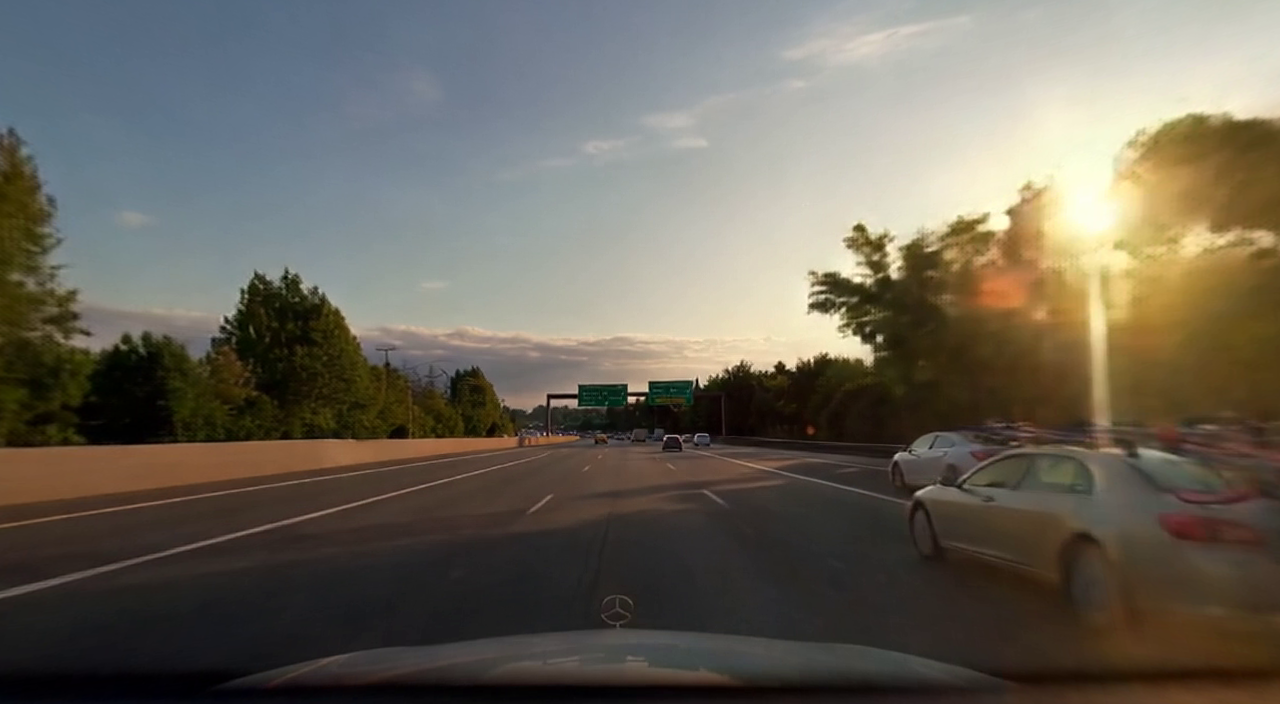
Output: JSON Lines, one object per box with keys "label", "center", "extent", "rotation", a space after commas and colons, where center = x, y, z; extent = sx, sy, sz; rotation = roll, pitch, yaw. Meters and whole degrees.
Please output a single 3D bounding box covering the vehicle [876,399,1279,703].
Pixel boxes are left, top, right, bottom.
{"label": "vehicle", "center": [3.726, 1.178, 4.604], "extent": [2.094, 1.441, 4.568], "rotation": [0, -8, -2]}
